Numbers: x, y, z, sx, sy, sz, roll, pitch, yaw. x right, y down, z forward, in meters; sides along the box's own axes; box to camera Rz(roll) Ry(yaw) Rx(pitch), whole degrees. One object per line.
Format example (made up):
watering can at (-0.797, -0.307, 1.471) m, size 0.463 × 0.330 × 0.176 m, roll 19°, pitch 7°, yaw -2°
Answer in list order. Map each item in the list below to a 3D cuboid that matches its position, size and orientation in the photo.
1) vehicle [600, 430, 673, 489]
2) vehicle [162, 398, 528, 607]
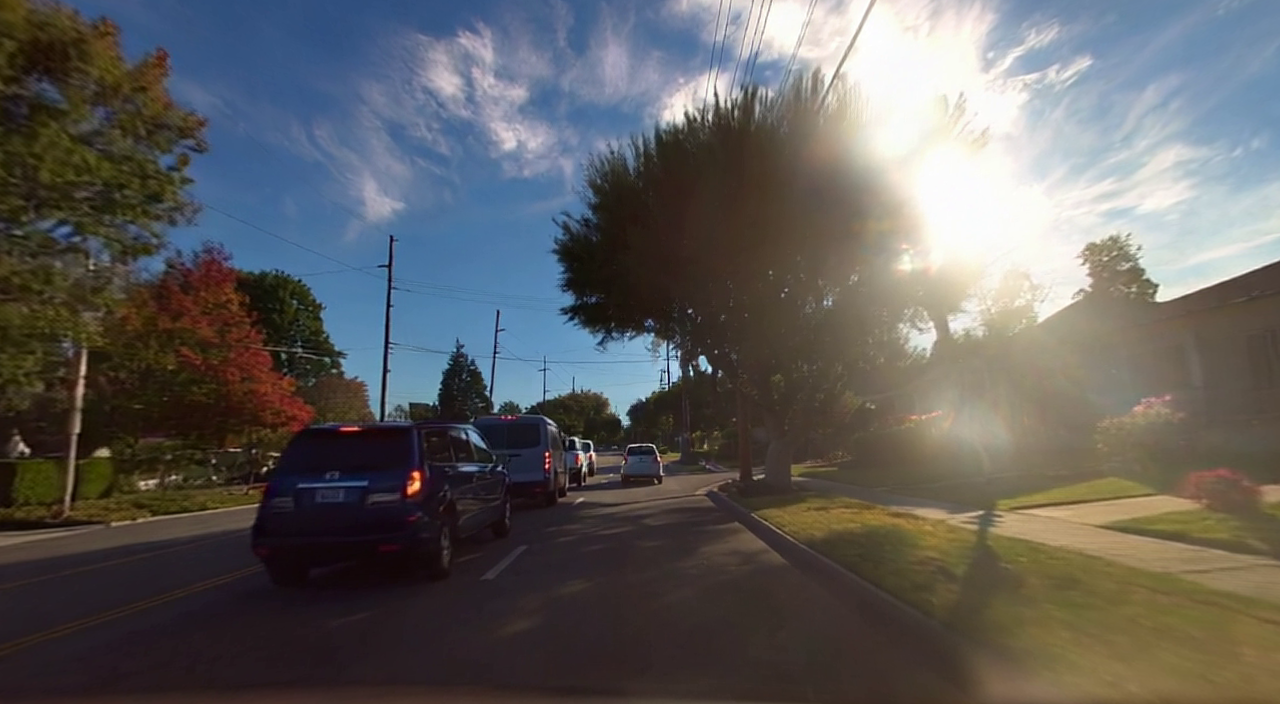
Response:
vehicle at (-0.100, 3.440, 20.391) m, size 2.120 × 1.718 × 3.909 m, roll 0°, pitch -9°, yaw 0°
vehicle at (-2.824, 1.561, 7.394) m, size 2.105 × 1.709 × 4.251 m, roll 0°, pitch -9°, yaw 2°
